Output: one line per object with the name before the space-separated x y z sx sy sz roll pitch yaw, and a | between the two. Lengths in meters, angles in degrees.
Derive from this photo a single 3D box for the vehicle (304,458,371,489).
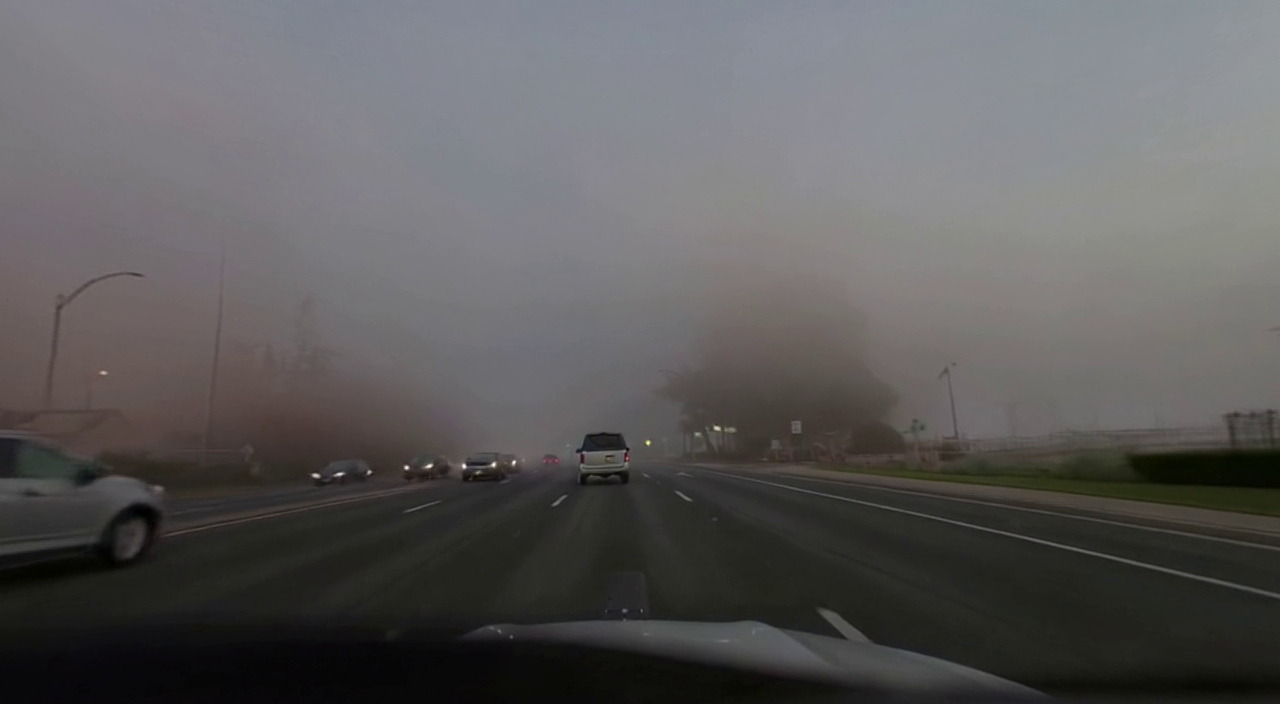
vehicle | -16.501 6.609 34.447 1.971 1.518 3.772 1 -9 -3

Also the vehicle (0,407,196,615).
vehicle | -6.354 1.281 5.010 2.235 1.682 4.662 0 -9 -1

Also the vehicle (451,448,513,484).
vehicle | -7.515 5.444 30.311 2.016 1.576 4.215 0 -9 -2

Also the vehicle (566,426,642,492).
vehicle | -1.506 4.037 23.943 2.507 2.161 6.049 1 -9 -6

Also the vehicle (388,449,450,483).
vehicle | -13.260 6.811 37.932 2.213 1.857 4.830 1 -9 -3
